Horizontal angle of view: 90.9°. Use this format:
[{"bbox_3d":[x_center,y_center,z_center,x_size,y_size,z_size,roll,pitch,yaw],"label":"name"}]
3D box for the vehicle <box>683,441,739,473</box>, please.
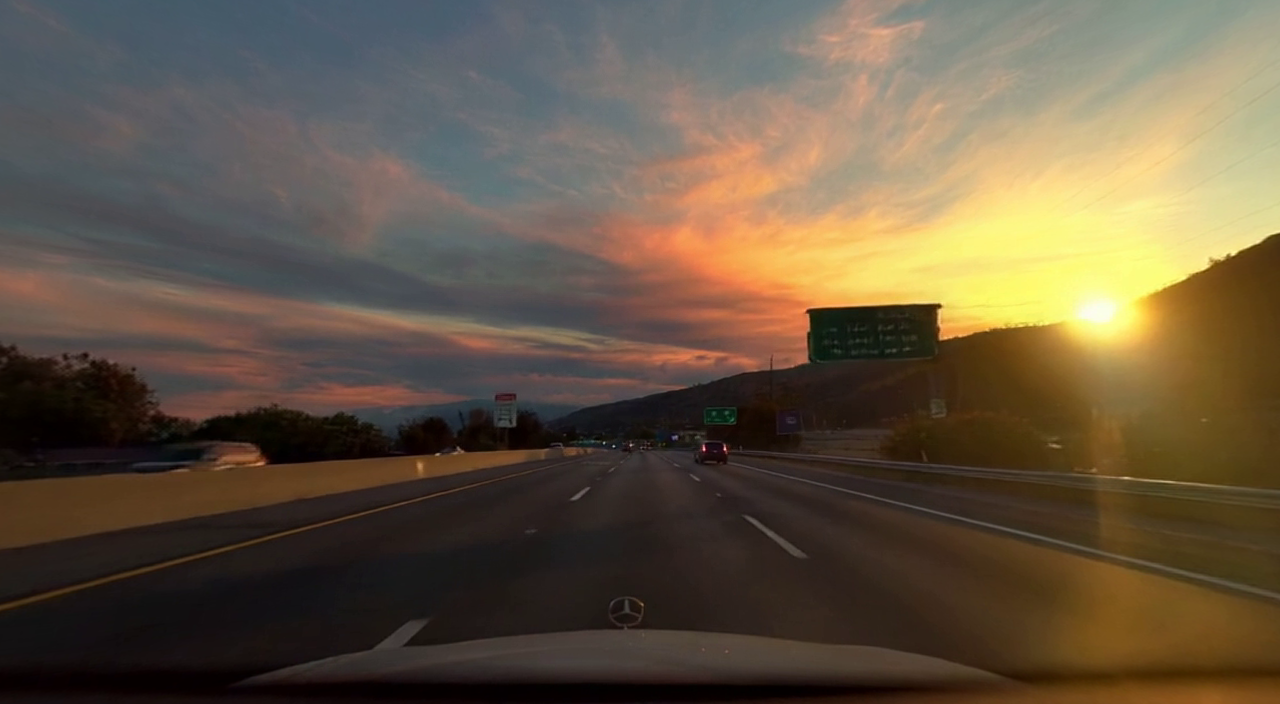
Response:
[{"bbox_3d":[3.485,5.271,31.893,2.193,1.462,4.533,0,-8,-1],"label":"vehicle"}]
